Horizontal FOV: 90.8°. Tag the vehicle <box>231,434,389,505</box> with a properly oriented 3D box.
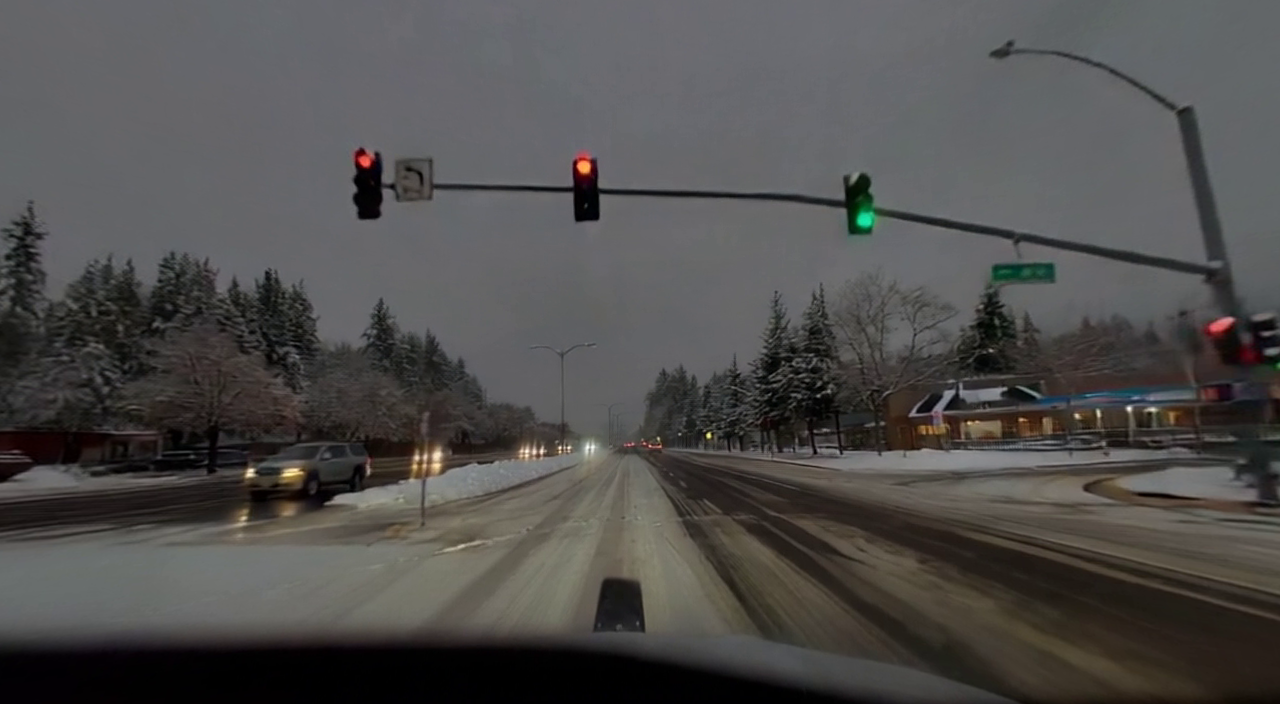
[{"bbox_3d":[-8.450,3.048,16.706,1.913,1.478,4.312,-4,-9,-1],"label":"vehicle"}]
